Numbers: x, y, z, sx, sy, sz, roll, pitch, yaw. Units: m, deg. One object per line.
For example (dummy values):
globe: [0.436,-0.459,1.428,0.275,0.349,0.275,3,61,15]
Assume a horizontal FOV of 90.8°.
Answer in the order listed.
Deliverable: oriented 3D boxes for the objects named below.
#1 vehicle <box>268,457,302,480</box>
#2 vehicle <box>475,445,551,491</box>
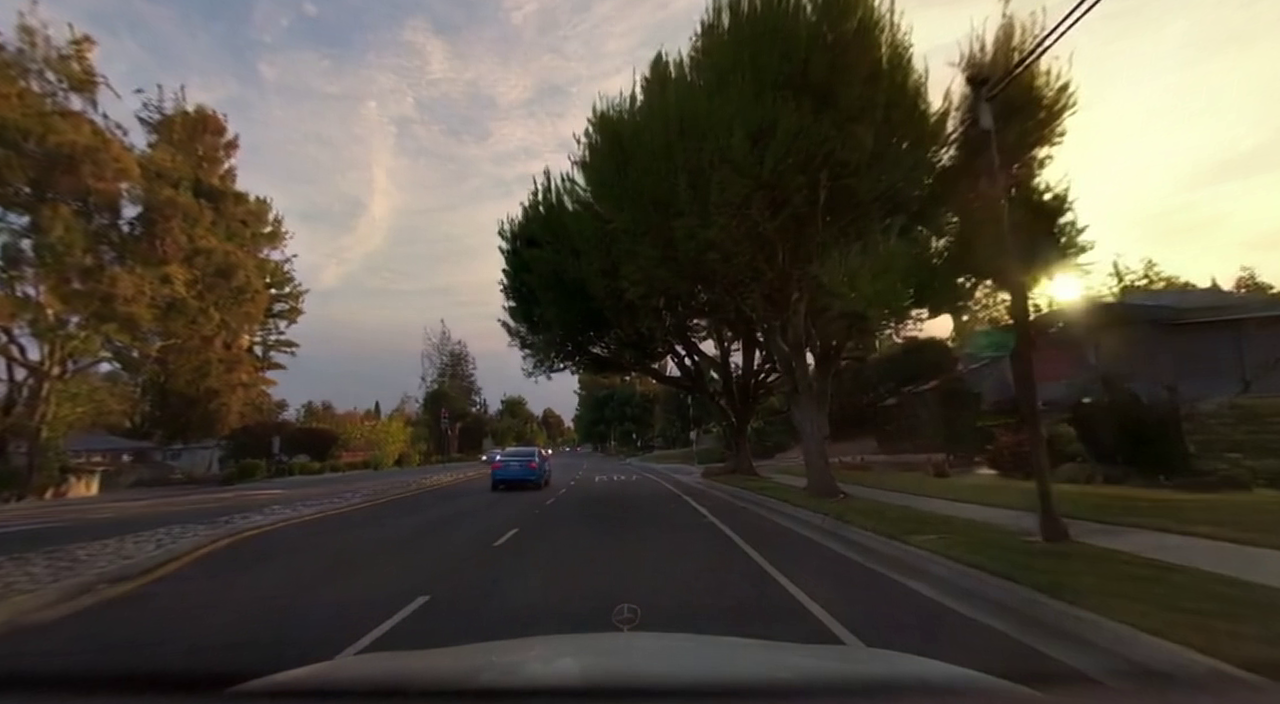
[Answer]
vehicle: [-28.004,9.166,49.950,1.723,1.569,4.694,3,-9,-22]
vehicle: [-4.515,4.169,23.144,1.980,1.508,4.502,0,-8,-2]
